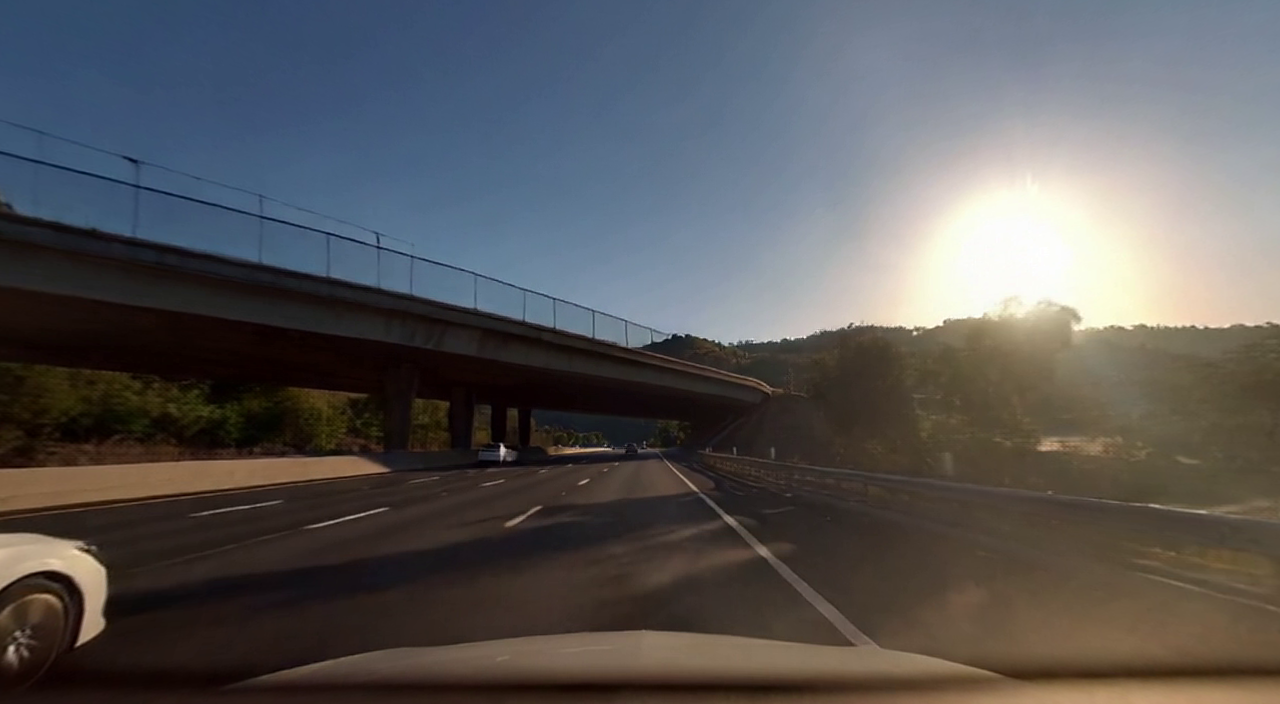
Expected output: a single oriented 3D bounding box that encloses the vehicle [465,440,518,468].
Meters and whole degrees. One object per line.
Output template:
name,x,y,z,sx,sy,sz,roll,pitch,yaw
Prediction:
vehicle,-9.861,6.796,42.242,2.152,1.753,4.972,0,-8,2
